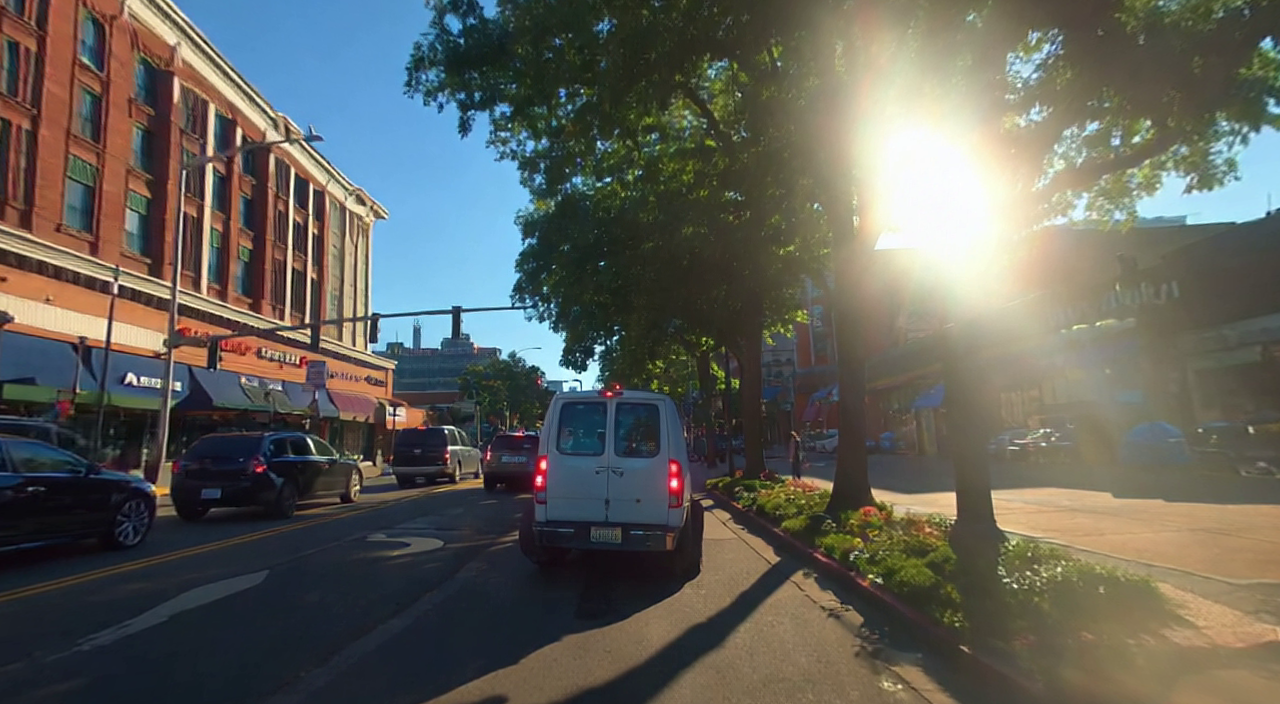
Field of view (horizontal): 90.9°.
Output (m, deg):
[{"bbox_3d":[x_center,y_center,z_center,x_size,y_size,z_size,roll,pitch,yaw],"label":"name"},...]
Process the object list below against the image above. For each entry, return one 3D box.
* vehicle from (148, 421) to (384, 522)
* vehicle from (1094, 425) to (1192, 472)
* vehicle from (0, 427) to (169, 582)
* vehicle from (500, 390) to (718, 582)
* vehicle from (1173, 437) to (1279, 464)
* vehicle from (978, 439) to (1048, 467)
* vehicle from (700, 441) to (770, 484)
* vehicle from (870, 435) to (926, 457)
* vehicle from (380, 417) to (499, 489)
[{"bbox_3d":[-7.151,2.324,12.779,1.941,1.655,4.503,0,-8,1],"label":"vehicle"},{"bbox_3d":[19.225,3.660,24.044,4.156,1.622,1.924,7,-11,-39],"label":"vehicle"},{"bbox_3d":[-6.963,1.422,5.849,1.831,1.451,4.382,0,-8,-1],"label":"vehicle"},{"bbox_3d":[-0.318,1.597,8.235,2.064,1.817,4.298,0,-8,-1],"label":"vehicle"},{"bbox_3d":[29.706,4.946,31.677,4.176,1.313,1.719,0,-8,2],"label":"vehicle"},{"bbox_3d":[20.089,5.404,33.936,3.836,1.443,1.694,5,-10,-35],"label":"vehicle"},{"bbox_3d":[3.426,4.048,23.510,2.023,1.441,4.240,0,-8,1],"label":"vehicle"},{"bbox_3d":[20.088,7.318,49.052,4.361,1.653,2.034,6,-11,-37],"label":"vehicle"},{"bbox_3d":[-6.481,3.332,21.023,2.496,2.112,4.351,0,-8,0],"label":"vehicle"}]
